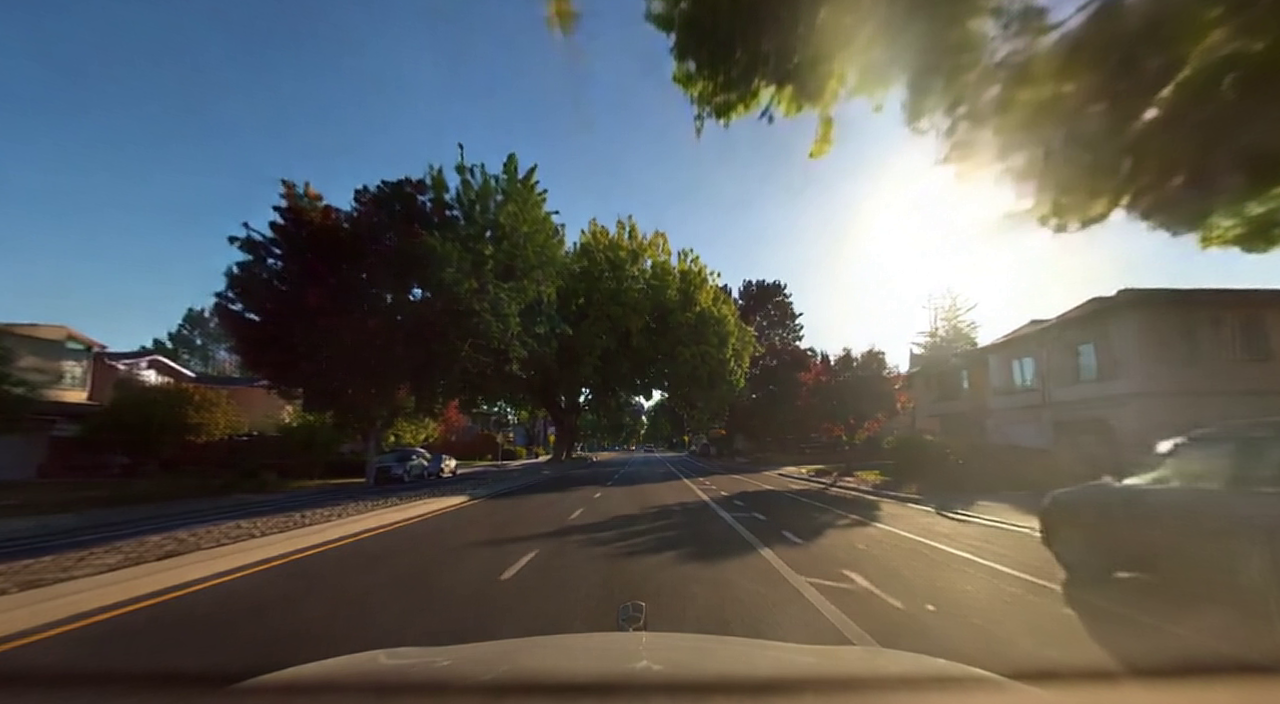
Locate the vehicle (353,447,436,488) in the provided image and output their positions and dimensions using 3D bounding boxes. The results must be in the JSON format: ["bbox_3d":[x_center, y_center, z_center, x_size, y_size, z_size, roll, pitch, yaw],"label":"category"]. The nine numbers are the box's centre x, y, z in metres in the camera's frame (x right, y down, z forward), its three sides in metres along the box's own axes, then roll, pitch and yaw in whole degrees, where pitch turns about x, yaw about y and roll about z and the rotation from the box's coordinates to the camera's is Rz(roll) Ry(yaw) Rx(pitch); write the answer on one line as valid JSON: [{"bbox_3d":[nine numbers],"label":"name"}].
[{"bbox_3d":[-11.494,5.397,29.865,2.023,1.629,4.822,-1,-8,0],"label":"vehicle"}]

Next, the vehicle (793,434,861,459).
[{"bbox_3d":[14.350,7.275,48.646,4.907,1.693,2.081,0,-7,14],"label":"vehicle"}]

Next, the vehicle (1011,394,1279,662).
[{"bbox_3d":[5.110,1.176,4.405,2.104,1.687,4.636,0,-8,-1],"label":"vehicle"}]
